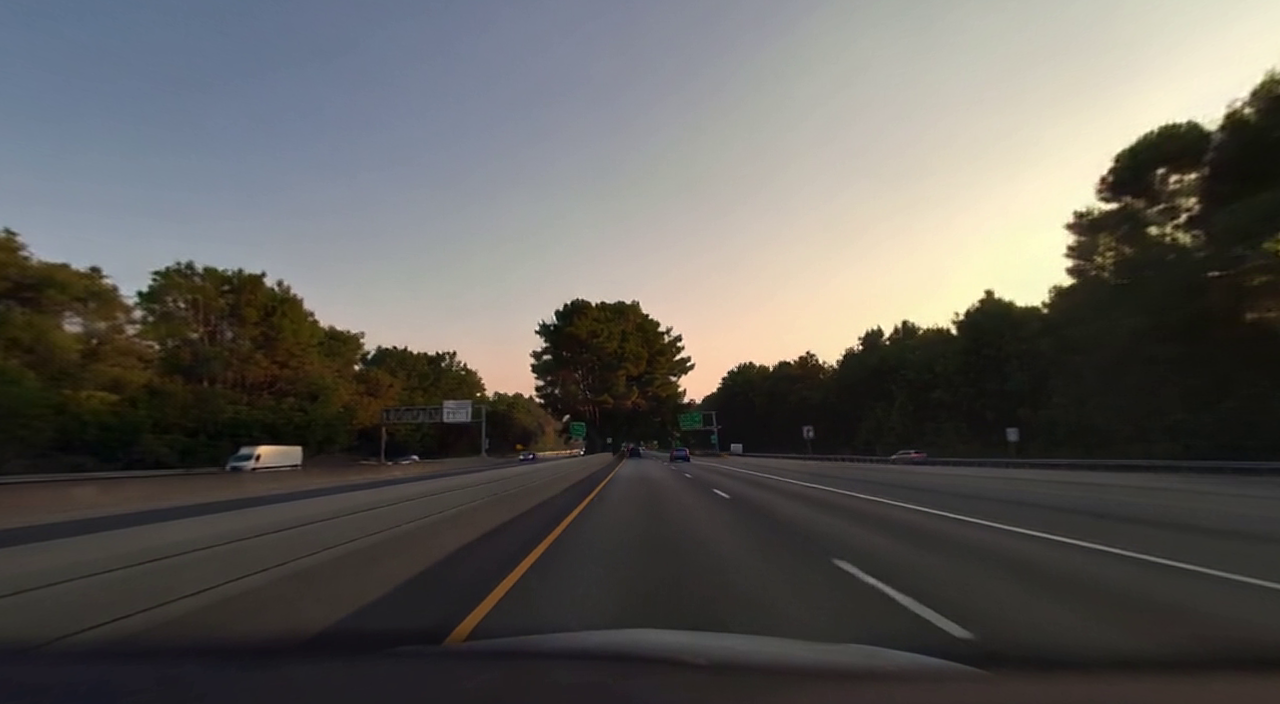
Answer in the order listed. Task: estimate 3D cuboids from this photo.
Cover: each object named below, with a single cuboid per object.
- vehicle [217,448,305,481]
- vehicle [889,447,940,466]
[{"bbox_3d":[-29.135,8.637,48.777,2.666,2.344,6.287,0,-9,2],"label":"vehicle"},{"bbox_3d":[21.678,8.255,49.911,1.926,1.386,3.719,1,-9,-9],"label":"vehicle"}]
